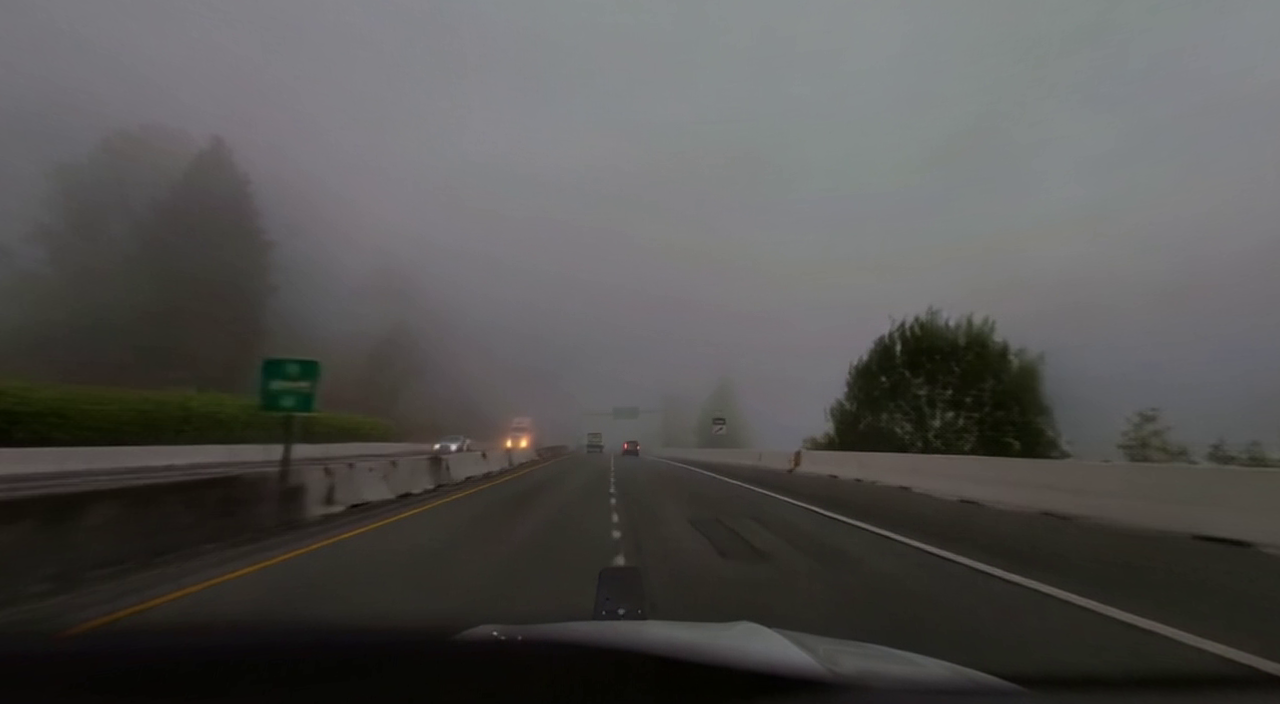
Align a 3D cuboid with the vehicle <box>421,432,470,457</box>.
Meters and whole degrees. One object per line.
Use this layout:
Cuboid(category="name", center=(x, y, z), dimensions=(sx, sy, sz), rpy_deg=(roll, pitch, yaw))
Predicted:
Cuboid(category="vehicle", center=(-13.319, 6.362, 43.435), dimensions=(1.984, 1.639, 4.528), rpy_deg=(0, -8, -1))
